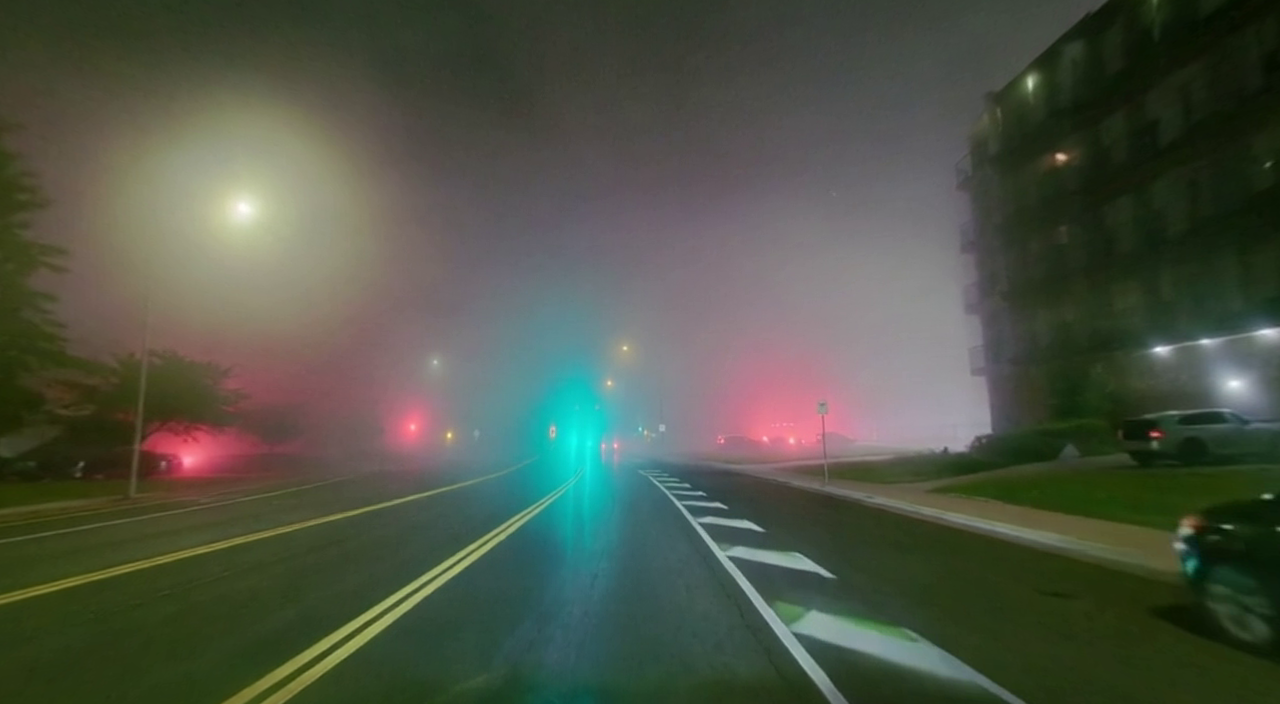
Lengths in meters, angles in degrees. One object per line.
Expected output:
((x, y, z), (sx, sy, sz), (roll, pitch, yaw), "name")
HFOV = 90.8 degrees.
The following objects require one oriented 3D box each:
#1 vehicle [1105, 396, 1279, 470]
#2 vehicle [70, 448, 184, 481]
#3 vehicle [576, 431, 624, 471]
((14.534, 2.119, 16.436), (1.858, 1.681, 3.860), (0, -8, 0), "vehicle")
((-26.260, 5.755, 32.611), (1.876, 1.503, 4.910), (0, -8, -1), "vehicle")
((-2.017, 4.952, 31.859), (2.230, 1.827, 4.298), (0, -8, -4), "vehicle")
